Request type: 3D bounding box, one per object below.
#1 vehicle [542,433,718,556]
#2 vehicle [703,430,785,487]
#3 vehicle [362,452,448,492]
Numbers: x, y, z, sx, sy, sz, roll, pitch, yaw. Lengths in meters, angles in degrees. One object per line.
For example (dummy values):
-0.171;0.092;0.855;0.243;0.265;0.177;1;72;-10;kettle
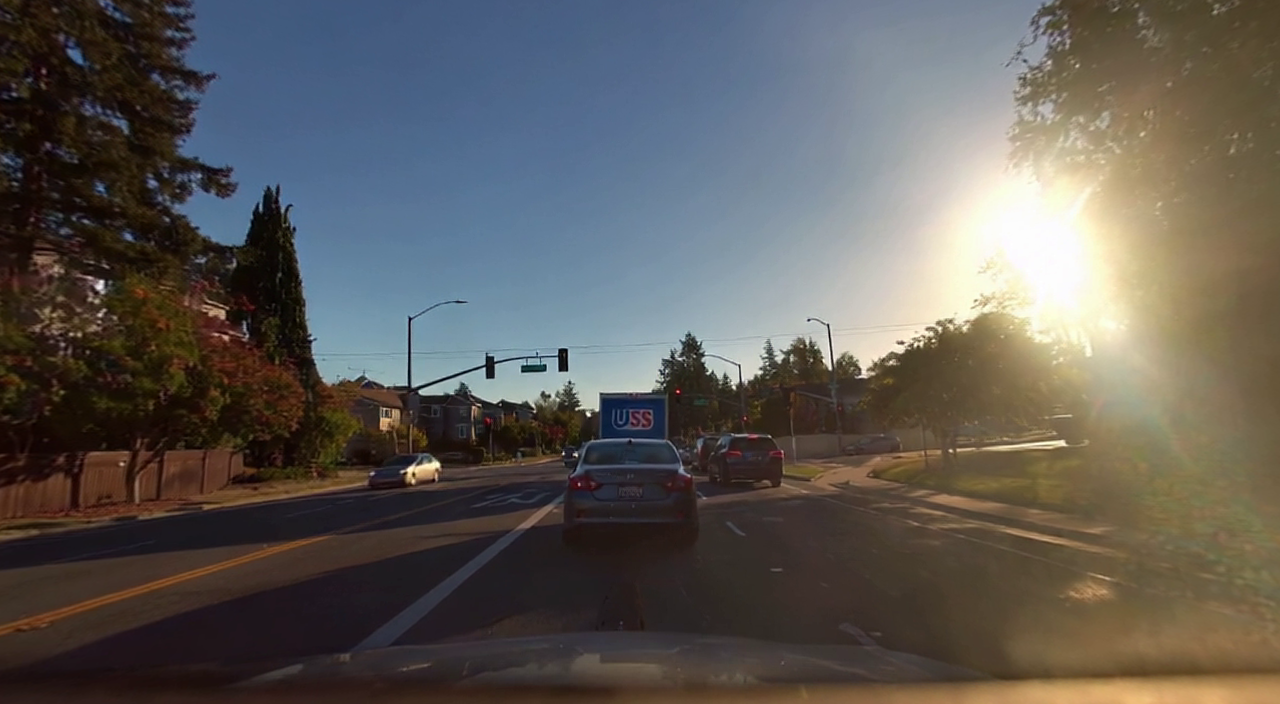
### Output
-0.158;2.044;9.858;2.135;1.483;4.207;0;-8;-1;vehicle
3.651;3.835;23.052;2.145;1.847;4.524;0;-8;-1;vehicle
-9.760;4.985;26.638;1.950;1.467;4.270;0;-8;0;vehicle
